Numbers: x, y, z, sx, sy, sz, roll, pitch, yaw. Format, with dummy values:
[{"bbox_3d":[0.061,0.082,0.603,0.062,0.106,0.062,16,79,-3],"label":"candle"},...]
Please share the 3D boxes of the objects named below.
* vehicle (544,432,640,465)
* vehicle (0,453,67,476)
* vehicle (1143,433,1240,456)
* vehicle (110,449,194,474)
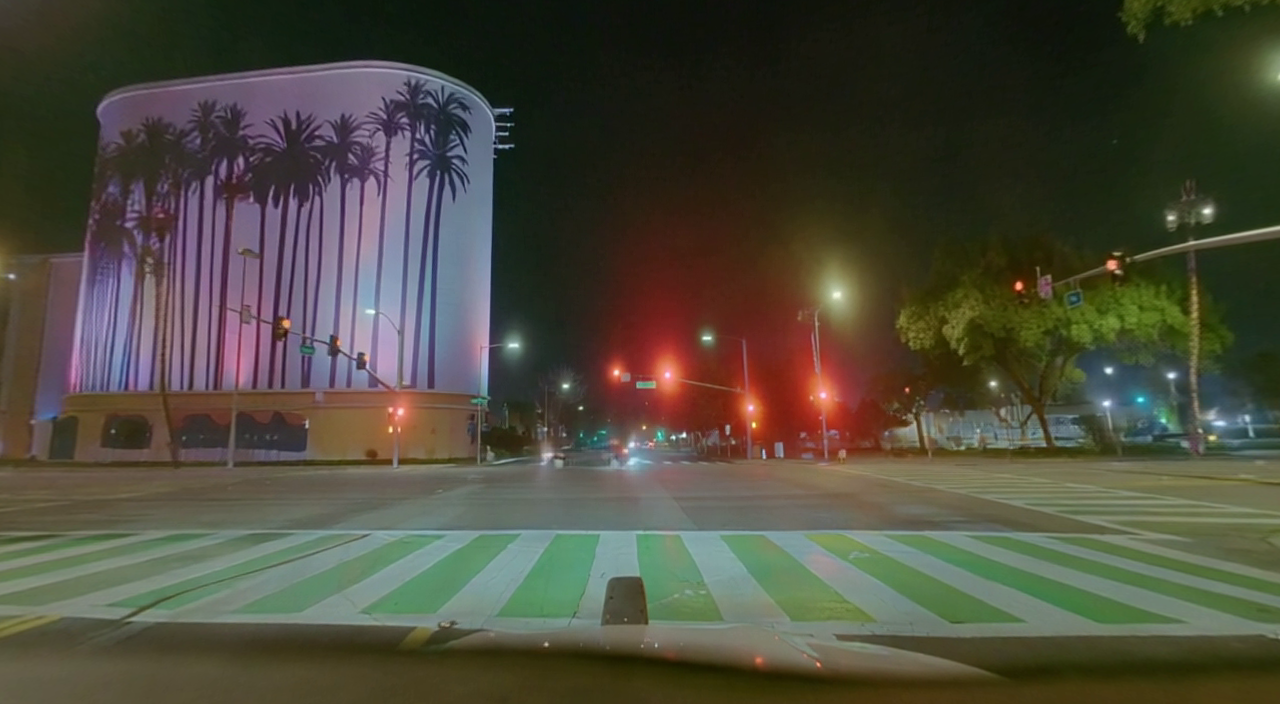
[{"bbox_3d":[-2.770,5.740,37.387,5.477,1.880,2.125,0,-8,1],"label":"vehicle"},{"bbox_3d":[-41.667,7.606,42.773,3.698,1.508,1.779,0,-8,1],"label":"vehicle"},{"bbox_3d":[36.029,6.032,41.260,4.606,1.449,1.687,0,-8,2],"label":"vehicle"},{"bbox_3d":[-33.074,7.400,42.757,4.136,1.661,1.857,0,-8,1],"label":"vehicle"}]
